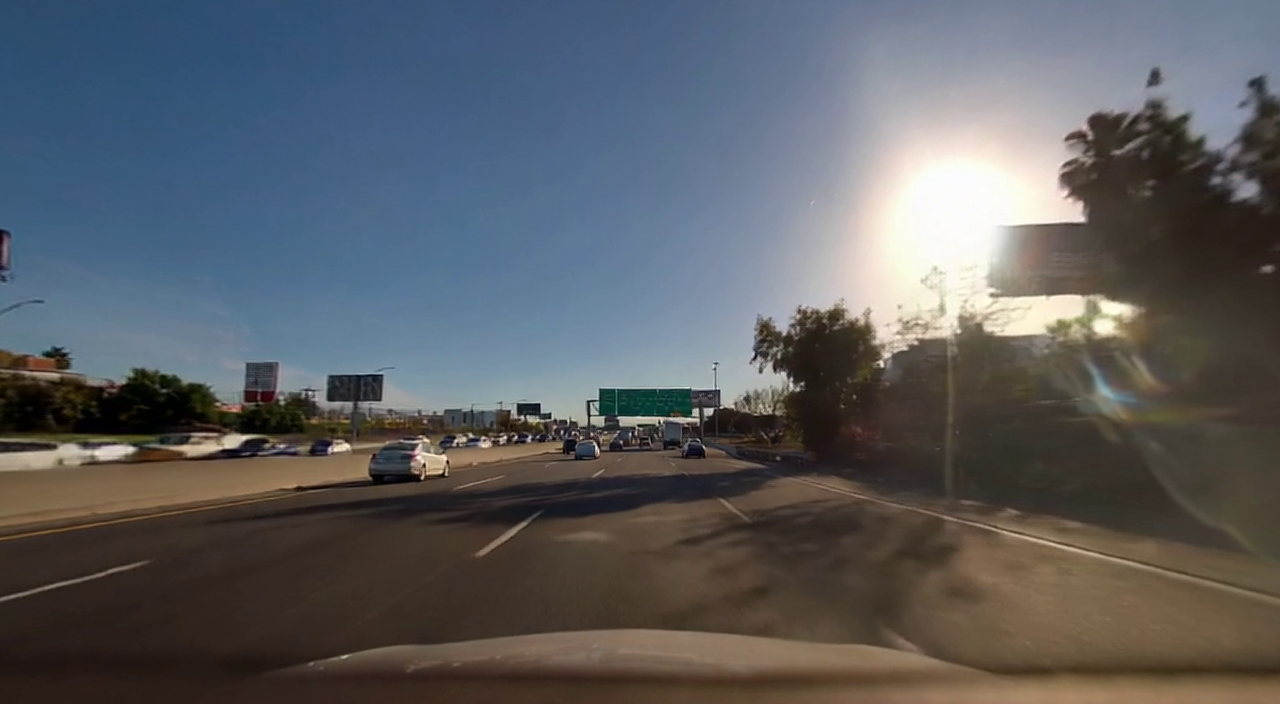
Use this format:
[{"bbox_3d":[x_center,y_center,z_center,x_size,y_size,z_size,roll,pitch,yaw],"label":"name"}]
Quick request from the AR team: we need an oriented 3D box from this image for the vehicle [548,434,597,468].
[{"bbox_3d":[-3.355,5.047,32.081,2.001,1.577,4.055,0,-9,1],"label":"vehicle"}]

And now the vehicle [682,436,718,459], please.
[{"bbox_3d":[4.202,6.855,44.975,2.135,1.532,4.506,0,-9,0],"label":"vehicle"}]

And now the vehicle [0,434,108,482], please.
[{"bbox_3d":[-23.148,3.974,23.887,1.964,1.642,4.444,0,-9,0],"label":"vehicle"}]

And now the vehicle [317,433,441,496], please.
[{"bbox_3d":[-7.102,3.085,17.569,1.865,1.518,3.620,0,-9,1],"label":"vehicle"}]

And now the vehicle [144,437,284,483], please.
[{"bbox_3d":[-16.118,4.102,24.207,1.944,1.535,4.831,0,-9,0],"label":"vehicle"}]
